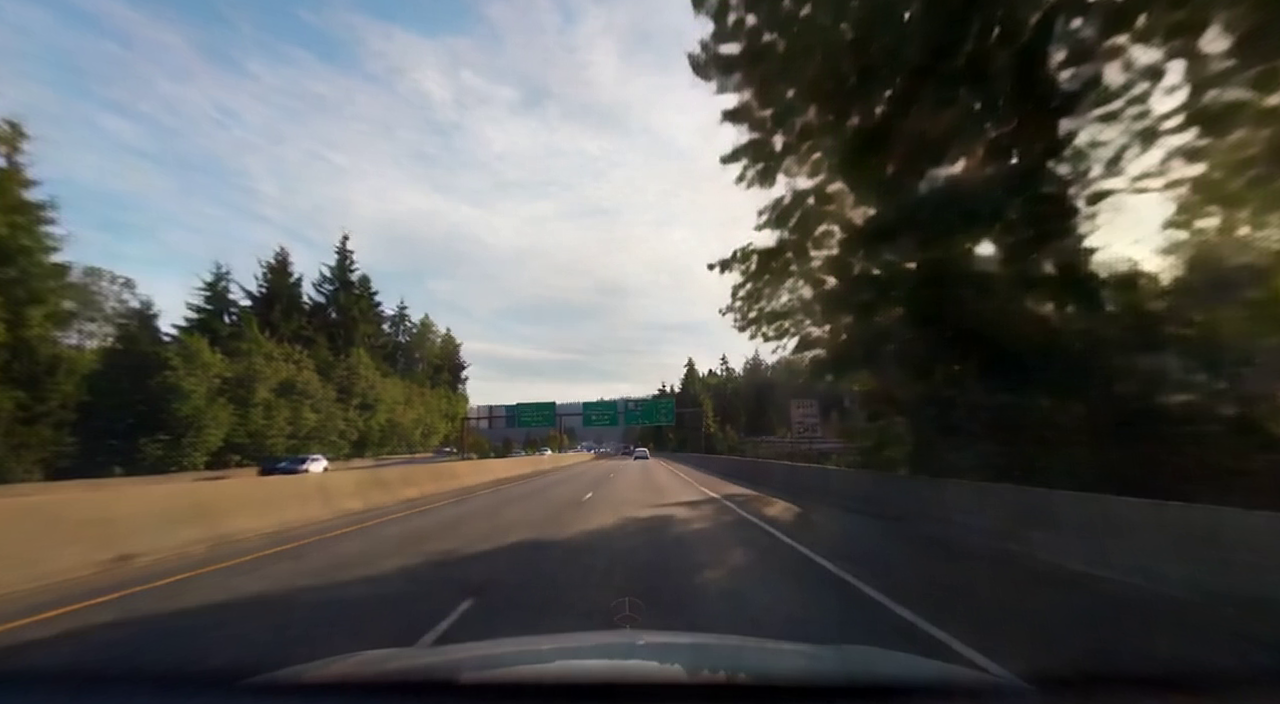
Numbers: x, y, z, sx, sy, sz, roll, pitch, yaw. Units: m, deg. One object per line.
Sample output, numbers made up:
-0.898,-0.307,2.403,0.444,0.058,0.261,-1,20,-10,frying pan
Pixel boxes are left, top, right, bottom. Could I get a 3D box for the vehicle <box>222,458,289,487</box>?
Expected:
-26.355,8.250,43.382,2.049,1.755,4.884,1,-9,-8,vehicle
